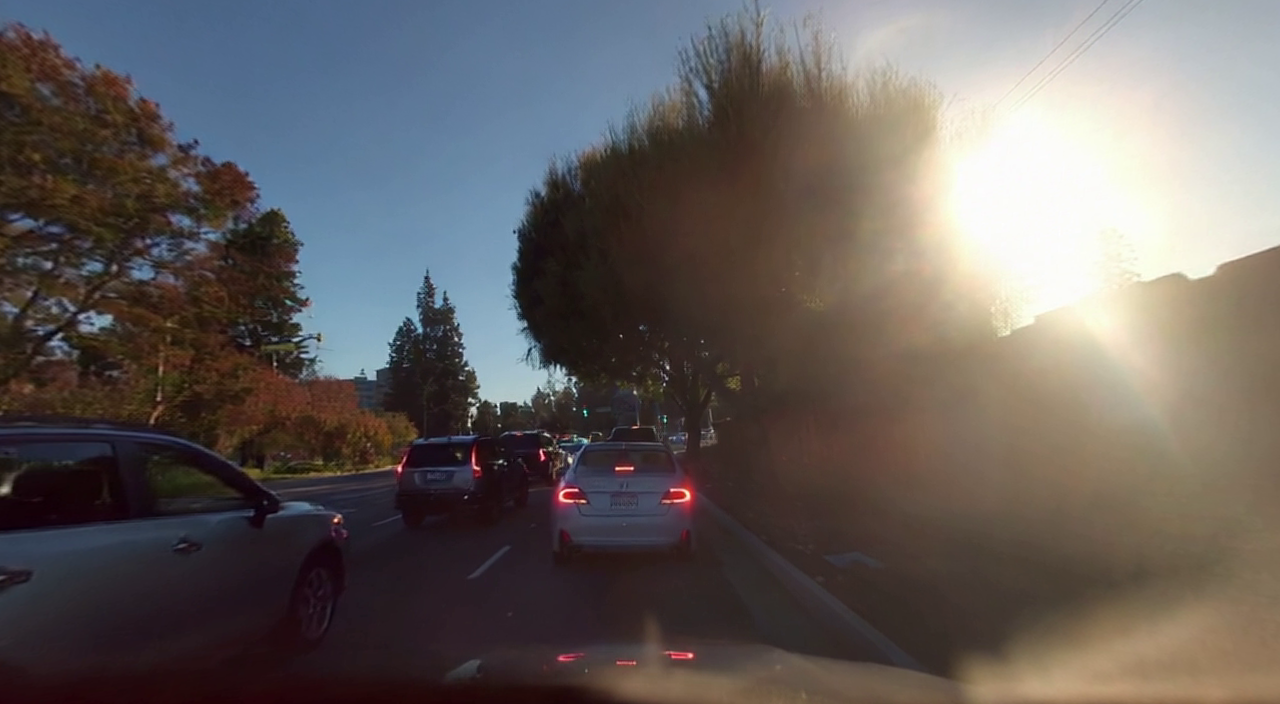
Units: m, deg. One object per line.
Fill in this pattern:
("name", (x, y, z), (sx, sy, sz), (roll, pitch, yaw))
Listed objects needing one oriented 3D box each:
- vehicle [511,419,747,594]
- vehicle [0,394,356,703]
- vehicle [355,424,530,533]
("vehicle", (-0.131, 1.598, 7.334), (1.995, 1.460, 3.865), (0, -8, -1))
("vehicle", (-3.161, 0.948, 2.386), (1.980, 1.520, 4.636), (0, -8, 0))
("vehicle", (-3.228, 2.135, 11.118), (1.850, 1.582, 3.688), (0, -8, 0))
